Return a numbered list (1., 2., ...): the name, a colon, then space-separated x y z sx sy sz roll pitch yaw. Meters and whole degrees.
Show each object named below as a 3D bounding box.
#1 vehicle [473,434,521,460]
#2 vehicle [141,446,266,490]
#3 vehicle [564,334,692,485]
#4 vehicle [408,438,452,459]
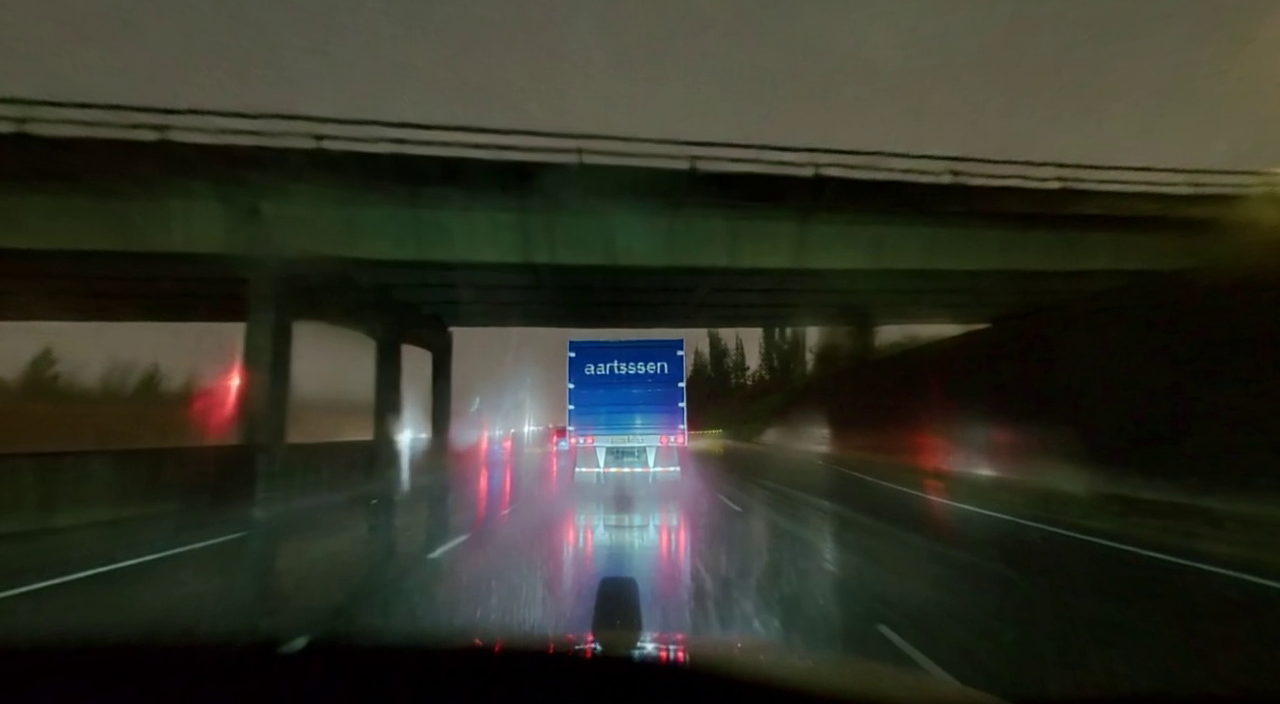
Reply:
1. vehicle: -8.517 5.687 37.793 1.940 1.488 3.976 0 -8 0
2. vehicle: -16.429 4.352 23.944 1.884 1.465 3.988 0 -8 0
3. vehicle: -0.330 2.257 22.478 3.442 4.106 10.719 0 -8 0
4. vehicle: -16.331 7.521 49.026 1.911 1.562 4.014 0 -8 1
